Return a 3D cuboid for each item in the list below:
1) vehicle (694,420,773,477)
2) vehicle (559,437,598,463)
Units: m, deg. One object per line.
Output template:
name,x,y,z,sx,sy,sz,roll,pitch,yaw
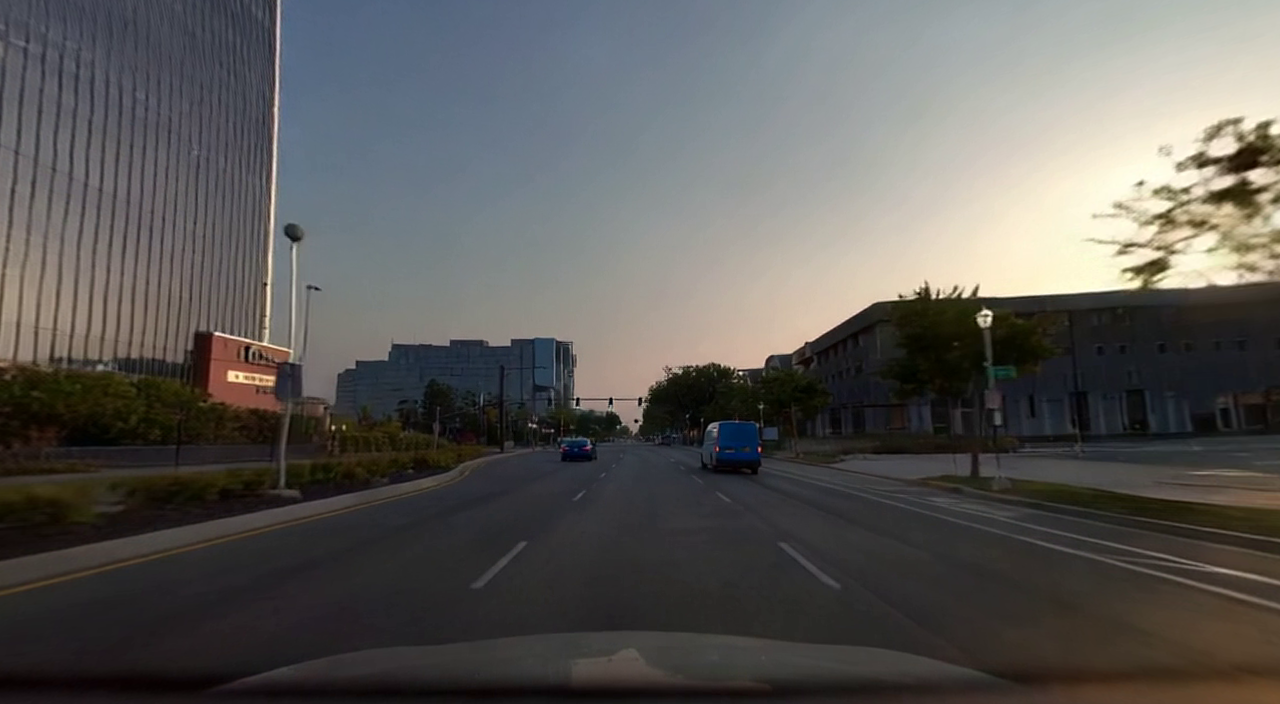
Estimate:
vehicle,3.417,3.683,24.099,2.200,1.914,5.145,0,-8,0
vehicle,-3.651,5.850,37.819,1.864,1.464,4.195,0,-8,1
